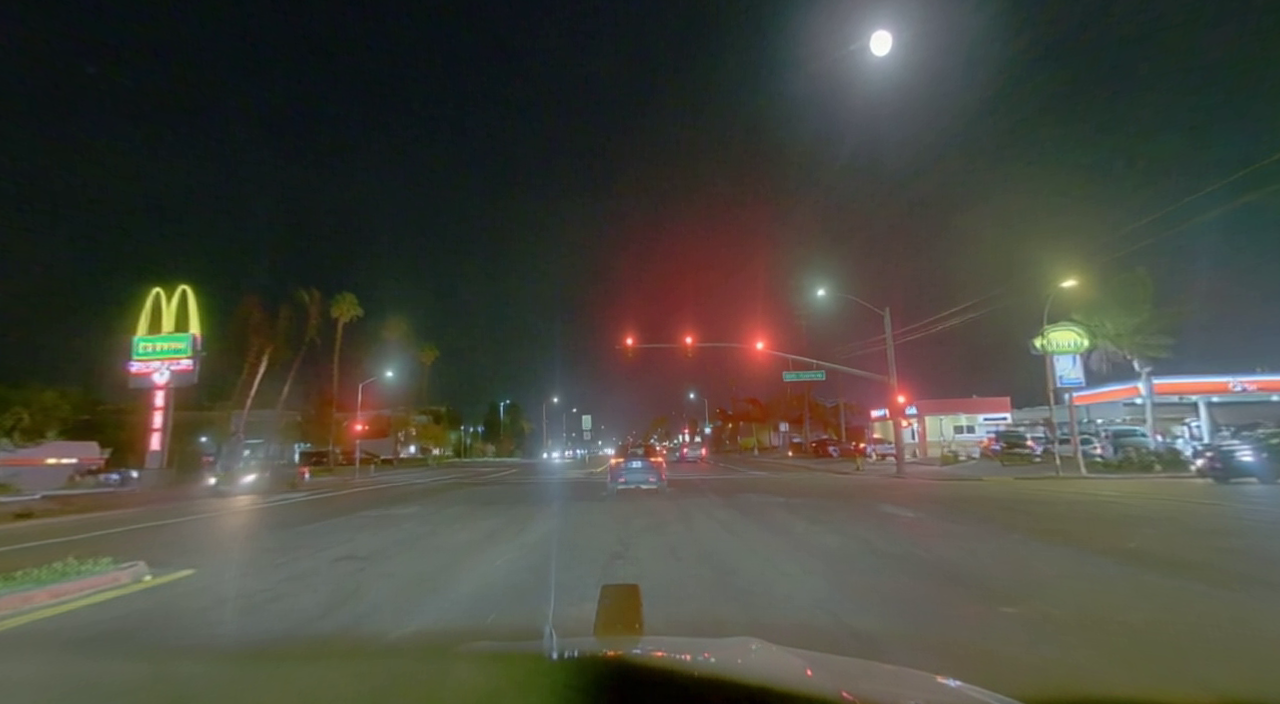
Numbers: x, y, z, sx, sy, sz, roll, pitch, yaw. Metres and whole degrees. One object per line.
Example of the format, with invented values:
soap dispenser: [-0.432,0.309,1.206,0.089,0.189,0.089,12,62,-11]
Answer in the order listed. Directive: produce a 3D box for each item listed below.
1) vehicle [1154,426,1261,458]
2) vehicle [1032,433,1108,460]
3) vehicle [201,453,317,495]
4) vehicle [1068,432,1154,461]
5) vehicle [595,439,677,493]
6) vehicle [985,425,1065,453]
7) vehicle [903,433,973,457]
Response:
vehicle: [31.816,5.082,35.596,1.903,1.630,4.320,0,-9,-1]
vehicle: [24.203,5.348,35.714,1.738,1.462,3.609,0,-9,0]
vehicle: [-15.362,4.902,25.805,1.896,1.508,4.659,0,-9,-1]
vehicle: [26.288,5.318,35.442,1.923,1.501,3.849,-1,-9,2]
vehicle: [-0.148,3.547,19.989,2.270,1.475,4.571,0,-9,-1]
vehicle: [24.504,5.577,40.322,3.783,1.560,1.853,-4,-10,11]
vehicle: [19.497,6.102,41.482,3.833,1.495,1.892,-3,-9,17]
